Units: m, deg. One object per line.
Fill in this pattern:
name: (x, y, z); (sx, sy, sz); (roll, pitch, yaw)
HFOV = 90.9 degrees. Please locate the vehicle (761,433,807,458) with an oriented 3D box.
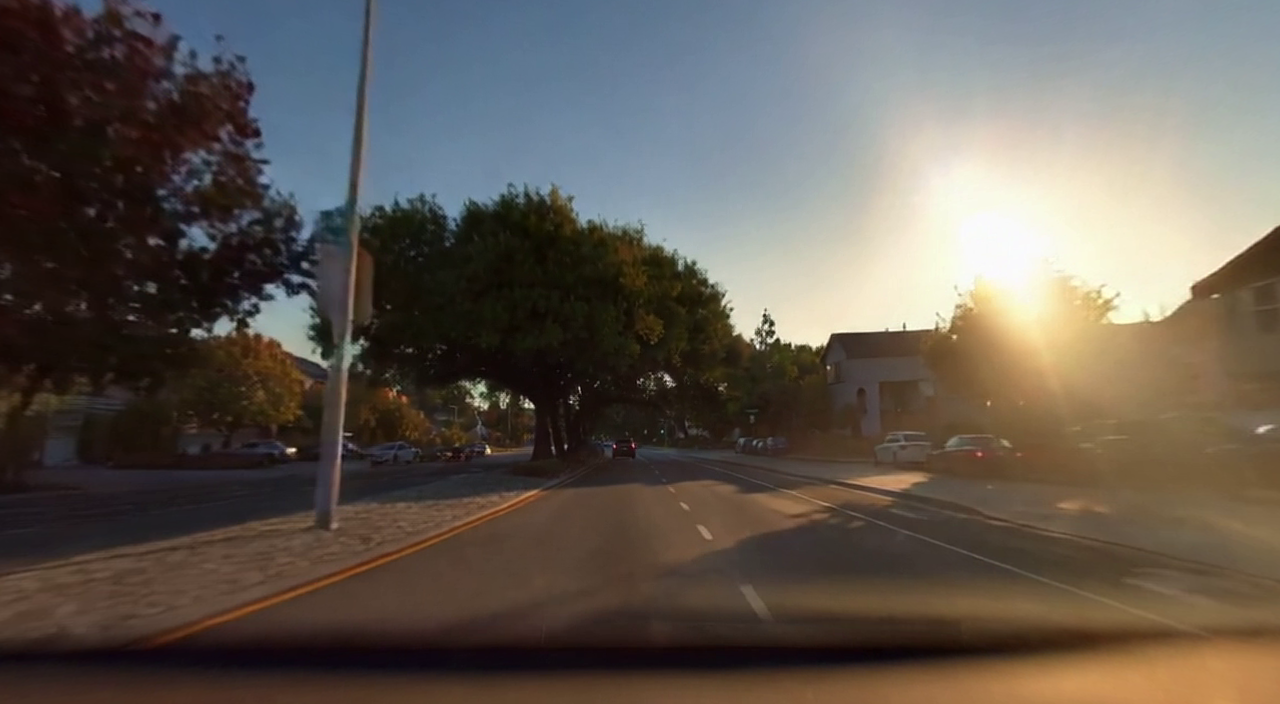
vehicle: (10.934, 7.145, 48.222); (2.147, 1.767, 5.125); (0, -8, -2)

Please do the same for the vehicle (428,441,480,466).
vehicle: (-11.508, 6.275, 39.313); (1.910, 1.431, 4.426); (0, -8, -1)

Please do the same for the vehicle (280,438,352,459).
vehicle: (-23.780, 7.089, 46.428); (4.184, 1.528, 1.990); (1, -8, -3)

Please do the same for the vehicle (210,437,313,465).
vehicle: (-21.163, 5.561, 35.348); (4.547, 1.484, 1.914); (-1, -8, 0)

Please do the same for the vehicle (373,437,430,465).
vehicle: (-15.540, 6.456, 41.324); (2.042, 1.748, 4.584); (0, -8, -1)

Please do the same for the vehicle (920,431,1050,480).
vehicle: (11.553, 3.482, 21.517); (1.838, 1.443, 4.563); (0, -8, 0)

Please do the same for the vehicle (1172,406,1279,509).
vehicle: (11.844, 1.716, 10.246); (2.226, 1.720, 4.708); (0, -8, -1)

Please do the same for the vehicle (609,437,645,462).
vehicle: (-0.837, 5.979, 38.818); (2.113, 1.462, 4.203); (0, -8, -2)

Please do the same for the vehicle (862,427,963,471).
vehicle: (11.435, 4.107, 26.924); (2.156, 1.689, 4.774); (0, -8, 0)
